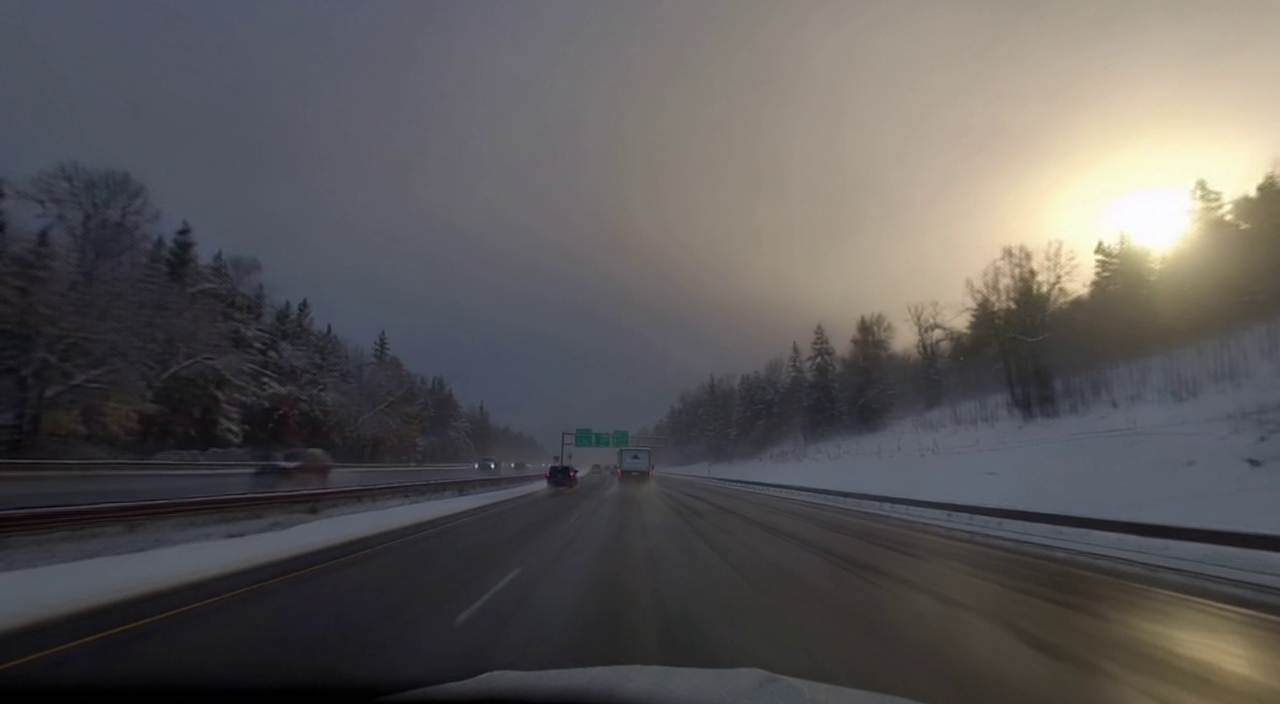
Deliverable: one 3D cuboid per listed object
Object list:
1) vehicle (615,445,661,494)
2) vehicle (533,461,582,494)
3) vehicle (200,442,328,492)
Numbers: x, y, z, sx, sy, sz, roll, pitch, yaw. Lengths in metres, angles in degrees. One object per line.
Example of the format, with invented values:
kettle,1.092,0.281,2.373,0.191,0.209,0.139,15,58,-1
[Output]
vehicle,-0.176,6.820,36.561,2.482,2.549,5.447,1,-11,-1
vehicle,-4.332,6.671,33.594,2.100,1.605,3.883,1,-11,0
vehicle,-12.913,4.031,22.010,1.909,1.531,4.122,1,-11,0
